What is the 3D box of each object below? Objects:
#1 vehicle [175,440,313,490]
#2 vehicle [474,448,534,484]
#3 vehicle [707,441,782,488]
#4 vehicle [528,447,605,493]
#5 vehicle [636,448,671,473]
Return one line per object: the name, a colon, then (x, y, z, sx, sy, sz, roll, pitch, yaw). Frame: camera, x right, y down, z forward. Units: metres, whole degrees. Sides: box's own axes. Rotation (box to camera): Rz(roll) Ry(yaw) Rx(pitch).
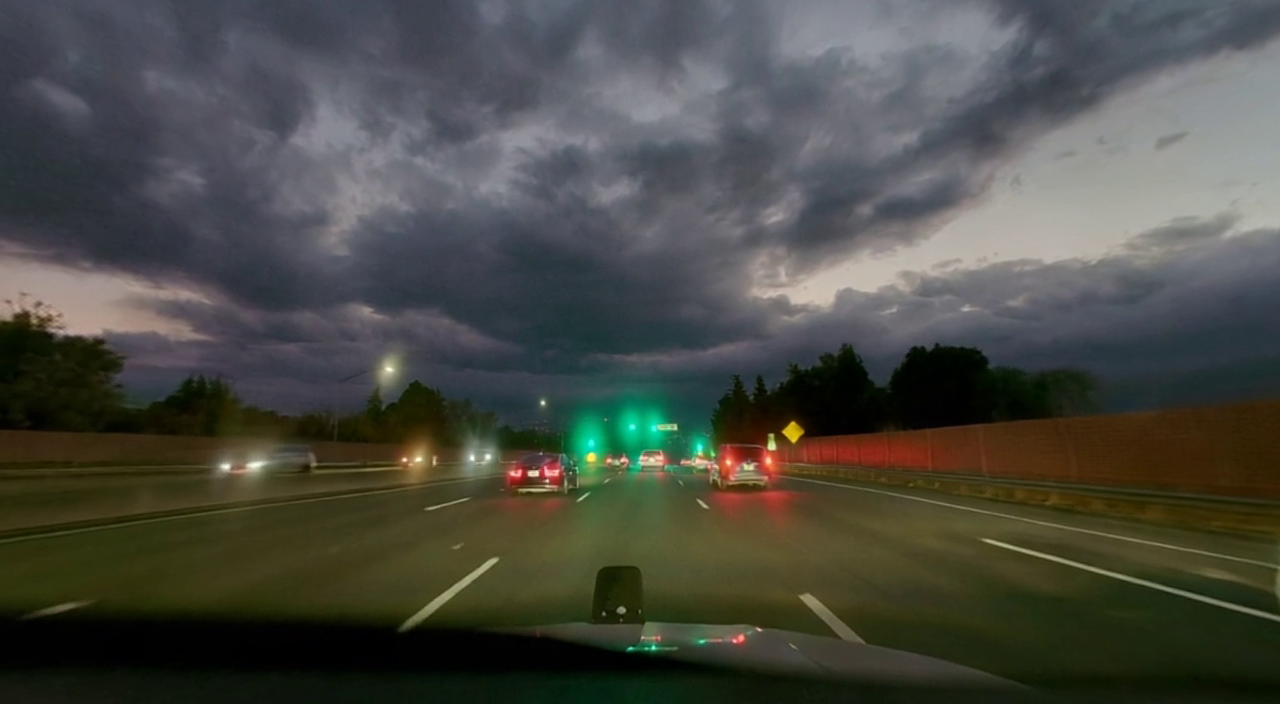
vehicle: (-15.482, 4.412, 25.114, 2.213, 1.749, 4.890, 0, -9, 2)
vehicle: (-6.022, 5.055, 28.360, 1.835, 1.504, 3.612, 0, -9, 1)
vehicle: (4.116, 4.527, 25.741, 2.320, 1.735, 4.408, 0, -9, 0)
vehicle: (-2.557, 4.241, 23.201, 2.130, 1.514, 4.766, 0, -9, 1)
vehicle: (1.023, 7.948, 46.402, 2.408, 1.748, 4.217, 0, -9, 2)
